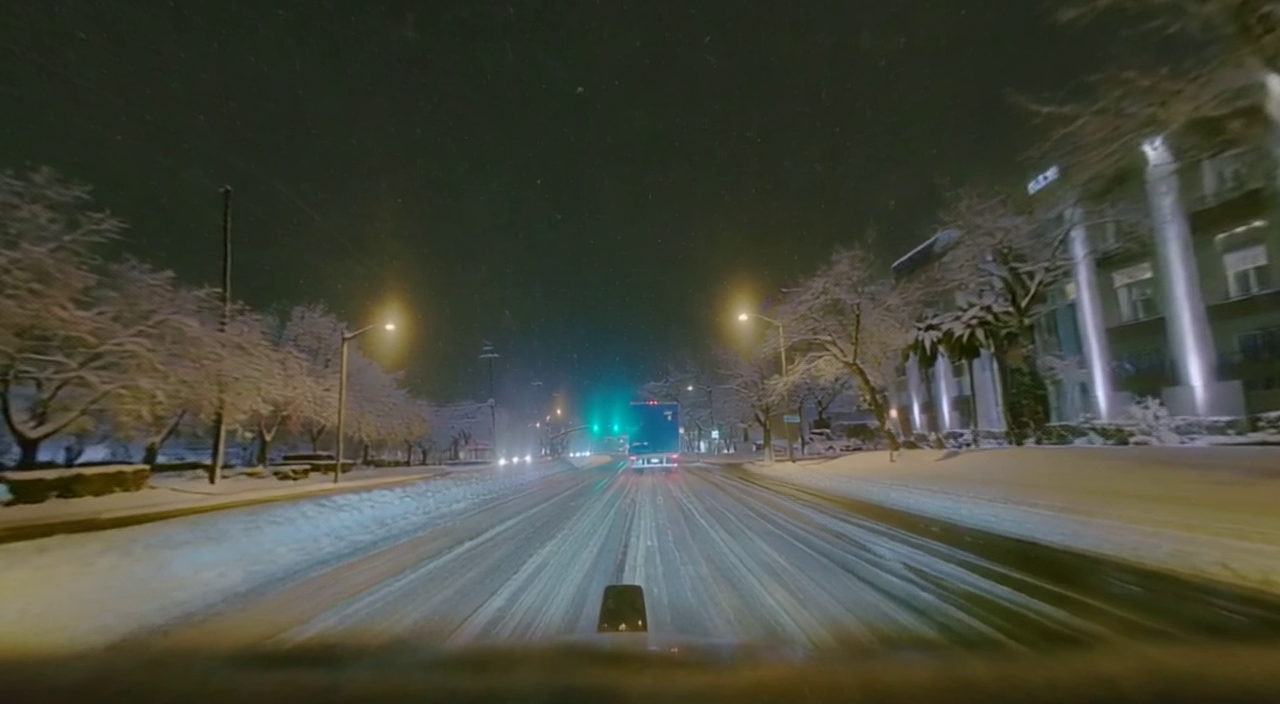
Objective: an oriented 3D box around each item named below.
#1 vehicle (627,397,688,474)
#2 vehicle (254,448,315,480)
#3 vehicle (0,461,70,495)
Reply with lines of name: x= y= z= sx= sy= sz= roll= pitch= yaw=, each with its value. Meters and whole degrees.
vehicle: x=0.780 y=5.170 z=38.212 sx=2.992 sy=3.949 sz=11.815 roll=0 pitch=-9 yaw=-2
vehicle: x=-24.723 y=7.801 z=43.835 sx=1.715 sy=2.103 sz=3.719 roll=-1 pitch=-9 yaw=7
vehicle: x=-33.756 y=6.828 z=33.895 sx=4.128 sy=1.603 sz=1.853 roll=-3 pitch=-9 yaw=1
